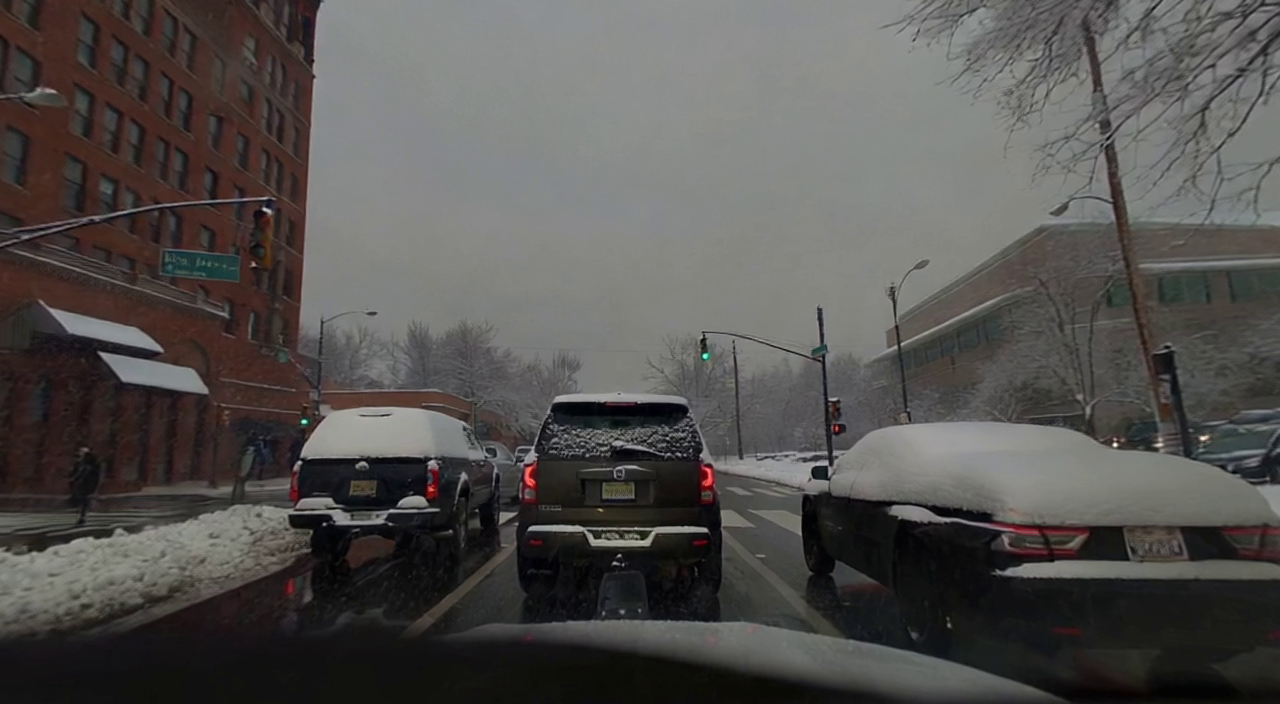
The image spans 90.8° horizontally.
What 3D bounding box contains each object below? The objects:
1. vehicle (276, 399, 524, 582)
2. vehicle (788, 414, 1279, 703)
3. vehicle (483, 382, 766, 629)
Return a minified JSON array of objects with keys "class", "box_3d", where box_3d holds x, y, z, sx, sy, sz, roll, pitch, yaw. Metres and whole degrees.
[{"class":"vehicle","box_3d":[-2.796,1.702,8.530,1.855,1.812,4.244,0,-8,-3]},{"class":"vehicle","box_3d":[2.589,1.308,4.797,1.852,1.462,4.155,0,-8,-1]},{"class":"vehicle","box_3d":[-0.111,1.482,7.079,2.105,1.842,4.537,0,-8,0]}]
